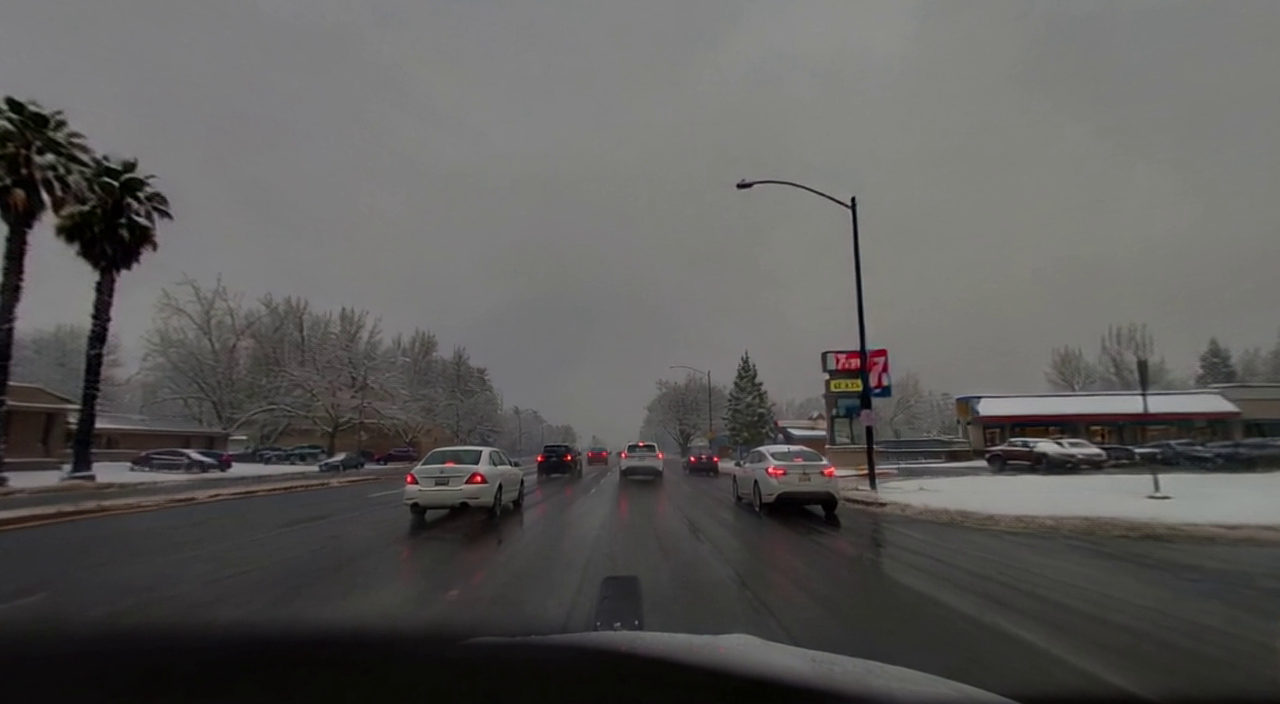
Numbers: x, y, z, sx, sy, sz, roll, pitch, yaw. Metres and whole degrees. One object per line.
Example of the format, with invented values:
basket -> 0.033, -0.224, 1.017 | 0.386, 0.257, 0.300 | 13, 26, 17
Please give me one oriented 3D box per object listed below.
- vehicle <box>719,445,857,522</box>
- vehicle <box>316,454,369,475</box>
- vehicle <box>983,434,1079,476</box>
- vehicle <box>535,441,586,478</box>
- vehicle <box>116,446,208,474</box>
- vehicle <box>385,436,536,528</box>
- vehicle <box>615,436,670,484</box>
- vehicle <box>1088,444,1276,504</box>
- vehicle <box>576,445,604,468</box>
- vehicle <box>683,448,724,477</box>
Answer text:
vehicle -> 3.230, 2.949, 14.781 | 1.977, 1.480, 4.589 | 0, -8, -2
vehicle -> -22.675, 8.595, 48.139 | 1.827, 1.441, 4.660 | 0, -8, 0
vehicle -> 18.458, 4.874, 29.993 | 1.905, 1.833, 4.347 | 0, -8, 2
vehicle -> -3.826, 5.253, 31.016 | 1.932, 1.695, 4.235 | 0, -8, 0
vehicle -> -30.240, 6.823, 39.913 | 4.123, 1.648, 2.053 | 0, -8, 1
vehicle -> -3.339, 2.478, 12.637 | 1.864, 1.505, 4.202 | 0, -8, -1
vehicle -> 0.068, 4.610, 27.113 | 2.164, 1.867, 4.254 | 0, -8, -1
vehicle -> 14.232, 3.178, 16.837 | 1.833, 1.392, 3.588 | 0, -8, 1
vehicle -> -3.834, 8.066, 48.830 | 1.871, 1.673, 3.920 | 0, -8, 1
vehicle -> 3.558, 6.268, 35.962 | 1.880, 1.476, 3.932 | 0, -8, -1
